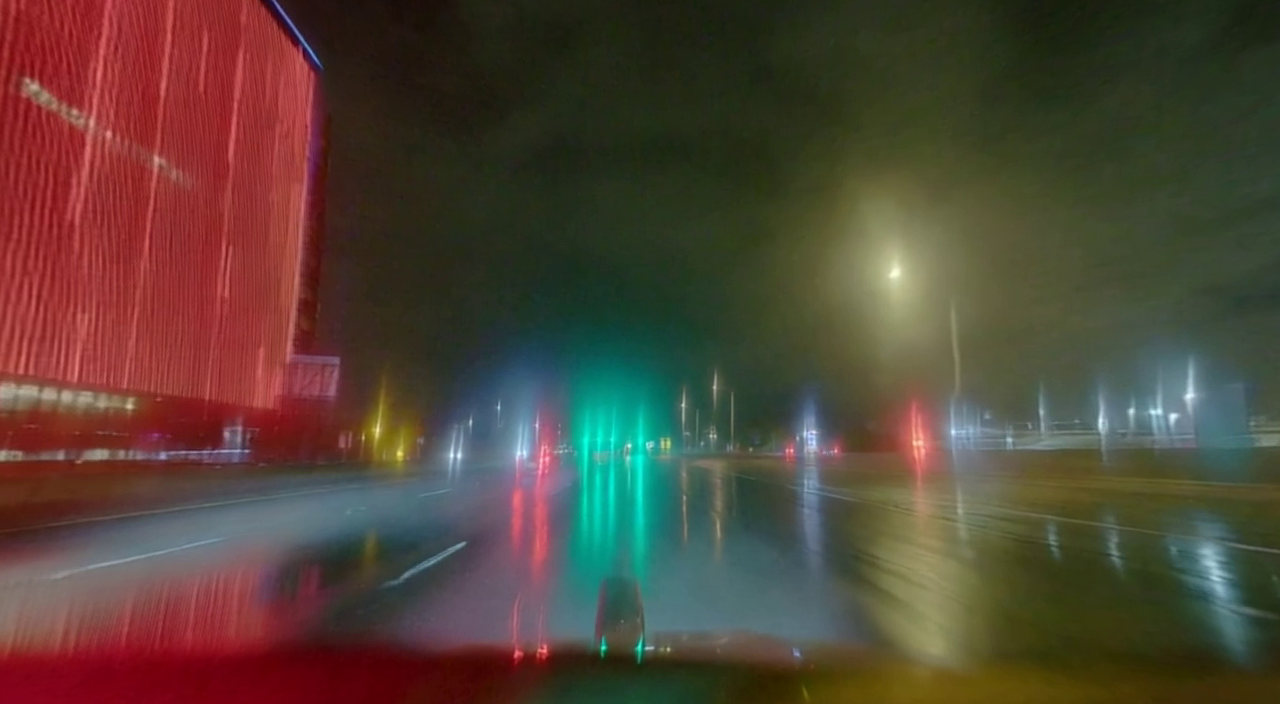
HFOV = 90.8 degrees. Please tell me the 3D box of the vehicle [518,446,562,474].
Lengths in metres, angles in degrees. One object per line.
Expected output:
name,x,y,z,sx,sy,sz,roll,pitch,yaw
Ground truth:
vehicle,-5.815,6.313,37.014,1.943,1.510,4.201,0,-9,-1
